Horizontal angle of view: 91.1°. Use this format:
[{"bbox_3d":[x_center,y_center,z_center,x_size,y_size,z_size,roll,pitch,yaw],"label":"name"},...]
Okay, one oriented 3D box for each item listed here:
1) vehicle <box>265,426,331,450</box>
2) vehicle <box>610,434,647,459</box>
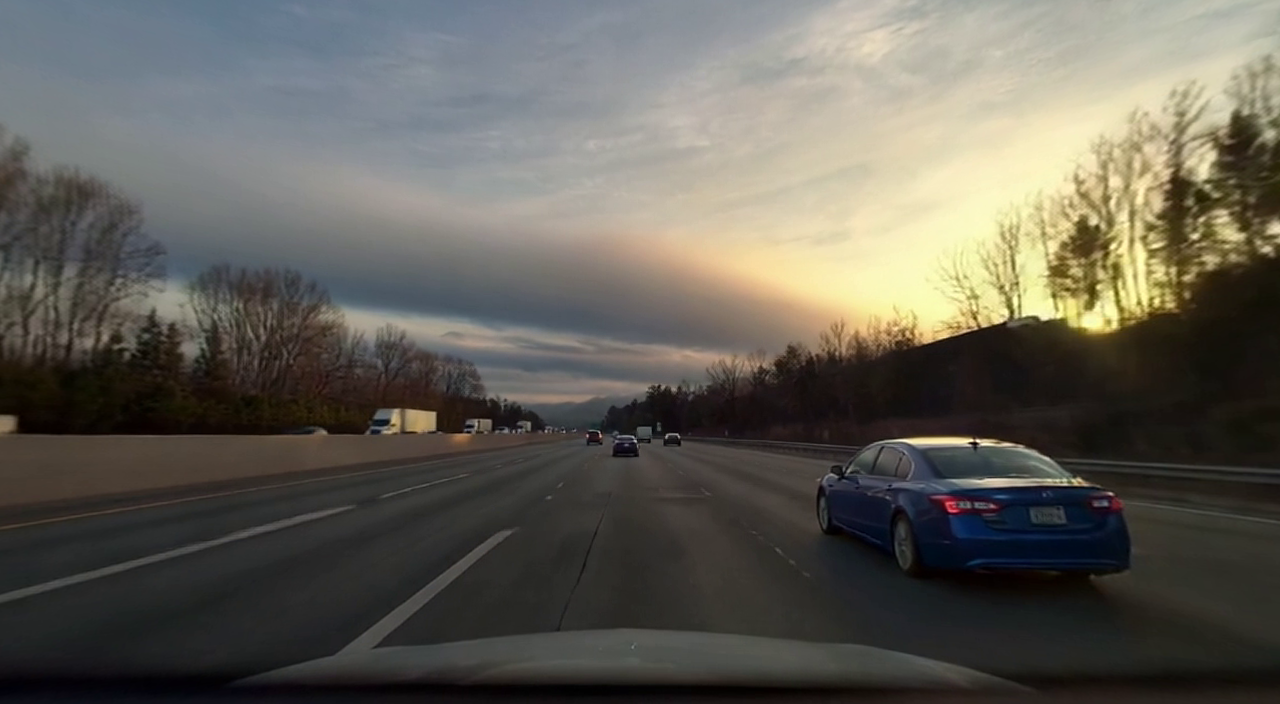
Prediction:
[{"bbox_3d":[-22.438,5.687,41.482,1.910,1.486,4.529,0,-8,-1],"label":"vehicle"},{"bbox_3d":[-0.755,5.792,38.800,2.121,1.445,4.187,0,-8,-2],"label":"vehicle"}]
